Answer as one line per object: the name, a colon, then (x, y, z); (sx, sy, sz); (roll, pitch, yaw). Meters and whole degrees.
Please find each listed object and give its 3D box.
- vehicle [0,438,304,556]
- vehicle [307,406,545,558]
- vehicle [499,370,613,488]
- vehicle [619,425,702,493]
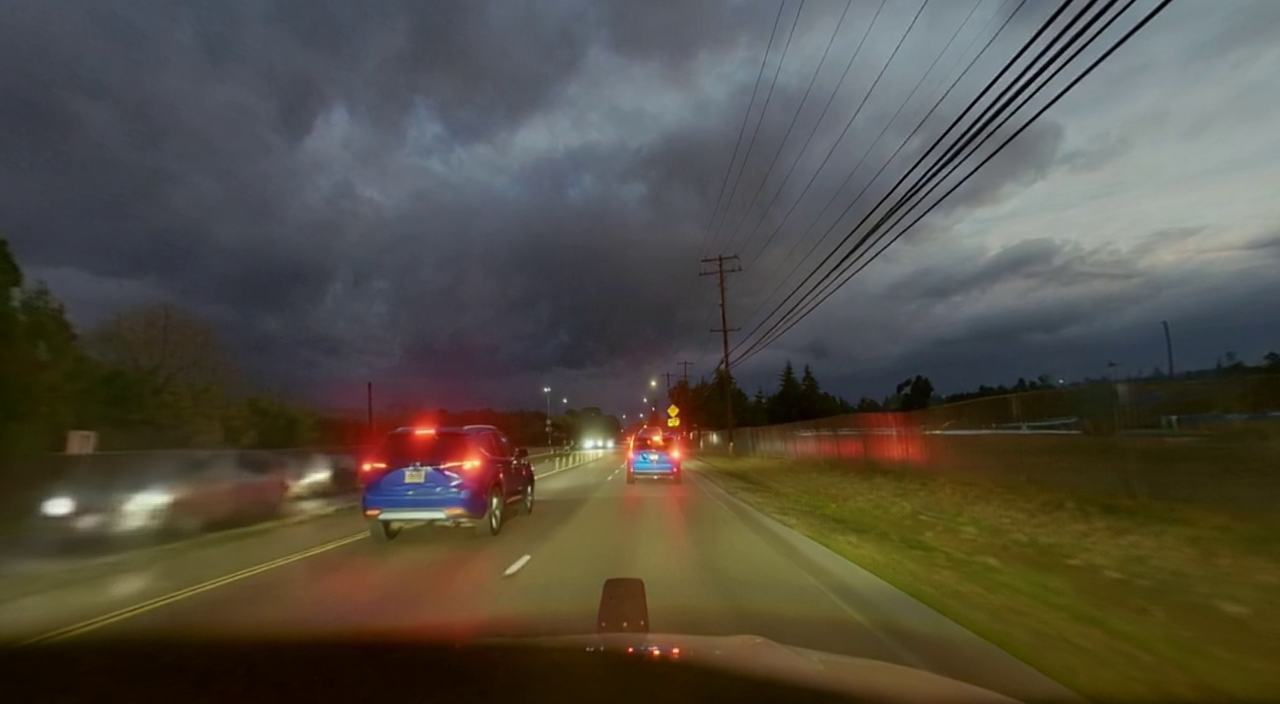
vehicle: (-8.532, 2.499, 11.718); (1.962, 1.720, 4.658); (0, -9, 0)
vehicle: (-2.944, 1.922, 9.973); (2.093, 1.832, 4.508); (0, -9, 1)
vehicle: (-2.831, 3.202, 25.081); (2.928, 3.658, 10.953); (0, -9, 0)
vehicle: (0.562, 3.116, 18.552); (2.174, 1.749, 4.113); (0, -9, 1)
